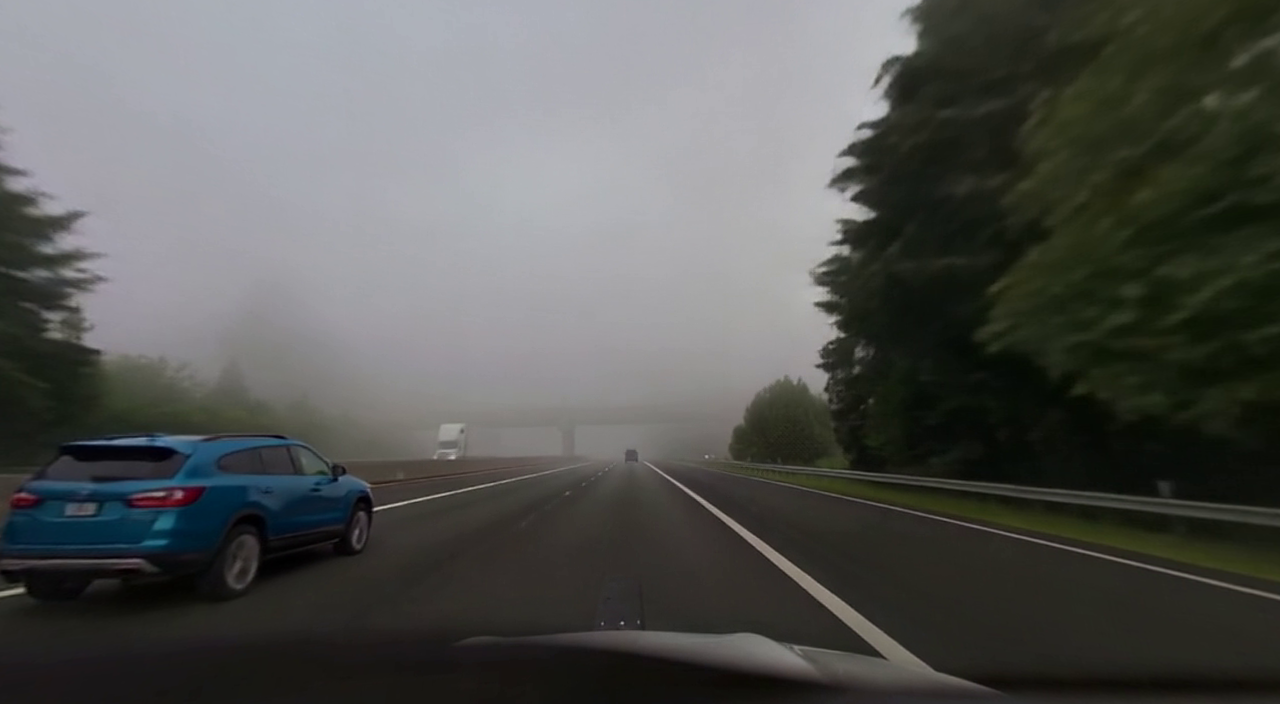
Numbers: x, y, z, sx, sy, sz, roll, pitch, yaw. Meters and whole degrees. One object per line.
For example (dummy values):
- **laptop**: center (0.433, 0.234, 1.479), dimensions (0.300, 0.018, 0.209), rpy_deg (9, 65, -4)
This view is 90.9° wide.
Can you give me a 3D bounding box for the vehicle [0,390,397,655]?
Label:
- **vehicle**: center (-4.612, 1.489, 6.614), dimensions (2.221, 1.750, 4.706), rpy_deg (0, -9, 0)
